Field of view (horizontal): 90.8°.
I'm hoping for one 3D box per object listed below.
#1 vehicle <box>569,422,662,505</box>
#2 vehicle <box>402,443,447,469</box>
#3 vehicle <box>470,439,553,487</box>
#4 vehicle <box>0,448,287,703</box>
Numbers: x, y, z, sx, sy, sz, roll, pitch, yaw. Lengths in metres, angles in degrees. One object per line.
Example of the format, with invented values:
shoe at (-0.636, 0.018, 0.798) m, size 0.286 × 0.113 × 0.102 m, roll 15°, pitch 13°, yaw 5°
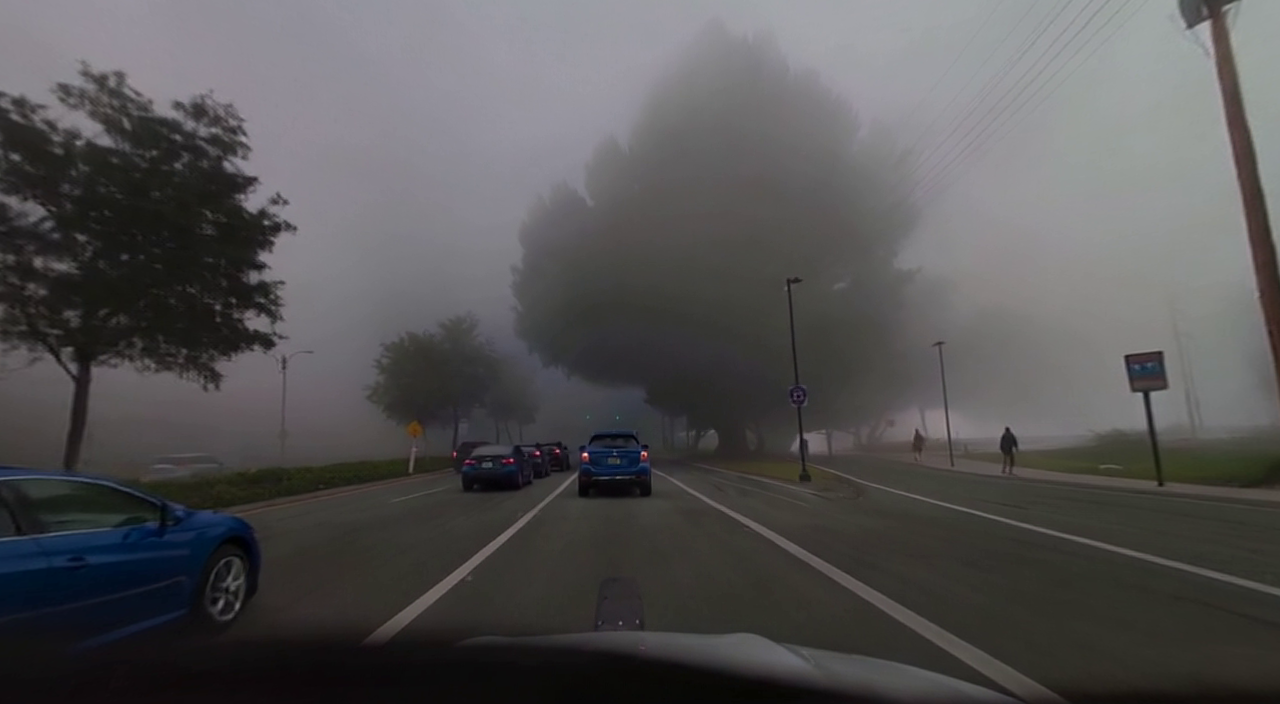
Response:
vehicle at (-0.583, 2.708, 15.716) m, size 2.012 × 1.769 × 3.897 m, roll 0°, pitch -9°, yaw -2°
vehicle at (-15.846, 7.634, 46.765) m, size 1.785 × 1.745 × 4.405 m, roll 0°, pitch -8°, yaw 0°
vehicle at (-4.396, 3.866, 22.327) m, size 2.087 × 1.485 × 4.452 m, roll 0°, pitch -8°, yaw -1°
vehicle at (-3.654, 1.066, 2.598) m, size 1.865 × 1.314 × 4.461 m, roll 0°, pitch -8°, yaw 0°
